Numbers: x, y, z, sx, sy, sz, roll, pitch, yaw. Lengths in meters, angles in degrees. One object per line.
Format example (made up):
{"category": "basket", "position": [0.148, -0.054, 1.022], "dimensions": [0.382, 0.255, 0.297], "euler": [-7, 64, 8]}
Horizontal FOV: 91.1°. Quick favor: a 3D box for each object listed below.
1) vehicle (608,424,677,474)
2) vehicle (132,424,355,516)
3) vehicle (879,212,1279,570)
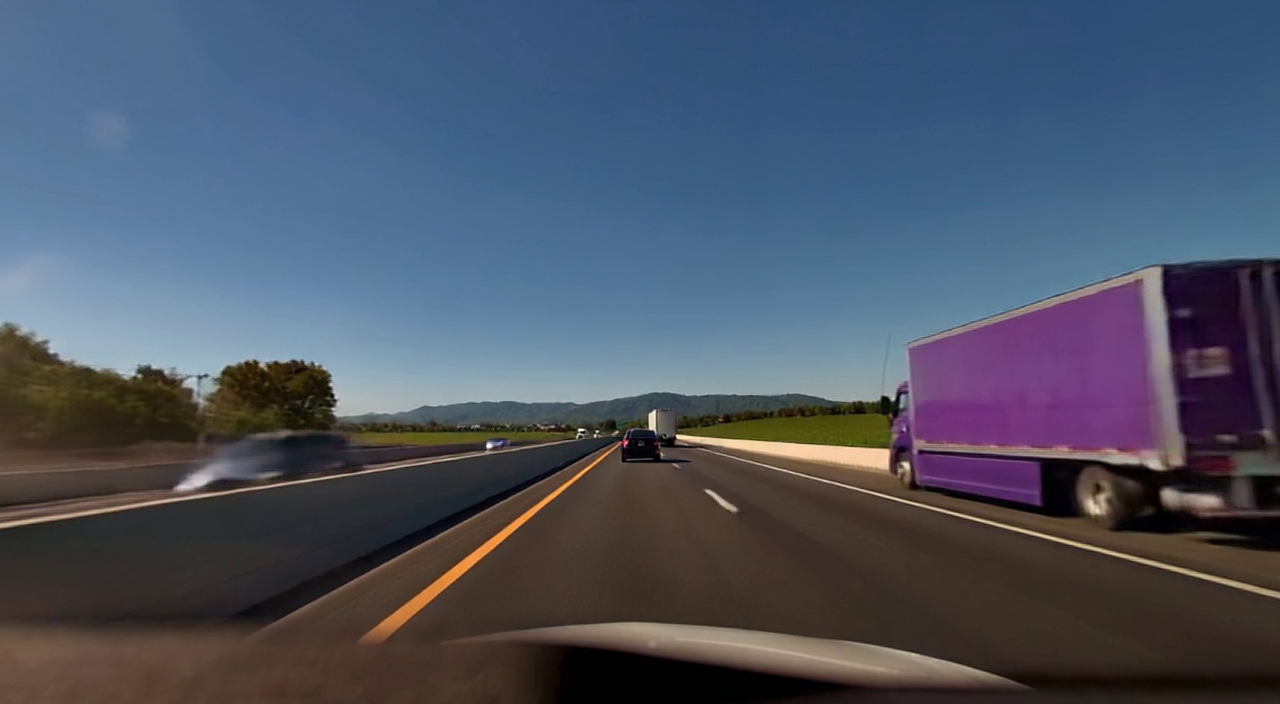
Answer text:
{"category": "vehicle", "position": [0.053, 3.425, 22.503], "dimensions": [2.216, 1.623, 4.220], "euler": [0, -8, -1]}
{"category": "vehicle", "position": [-7.607, 2.261, 12.641], "dimensions": [1.869, 1.521, 4.034], "euler": [0, -8, -1]}
{"category": "vehicle", "position": [7.464, 0.922, 10.847], "dimensions": [3.010, 3.638, 8.978], "euler": [0, -8, -1]}
